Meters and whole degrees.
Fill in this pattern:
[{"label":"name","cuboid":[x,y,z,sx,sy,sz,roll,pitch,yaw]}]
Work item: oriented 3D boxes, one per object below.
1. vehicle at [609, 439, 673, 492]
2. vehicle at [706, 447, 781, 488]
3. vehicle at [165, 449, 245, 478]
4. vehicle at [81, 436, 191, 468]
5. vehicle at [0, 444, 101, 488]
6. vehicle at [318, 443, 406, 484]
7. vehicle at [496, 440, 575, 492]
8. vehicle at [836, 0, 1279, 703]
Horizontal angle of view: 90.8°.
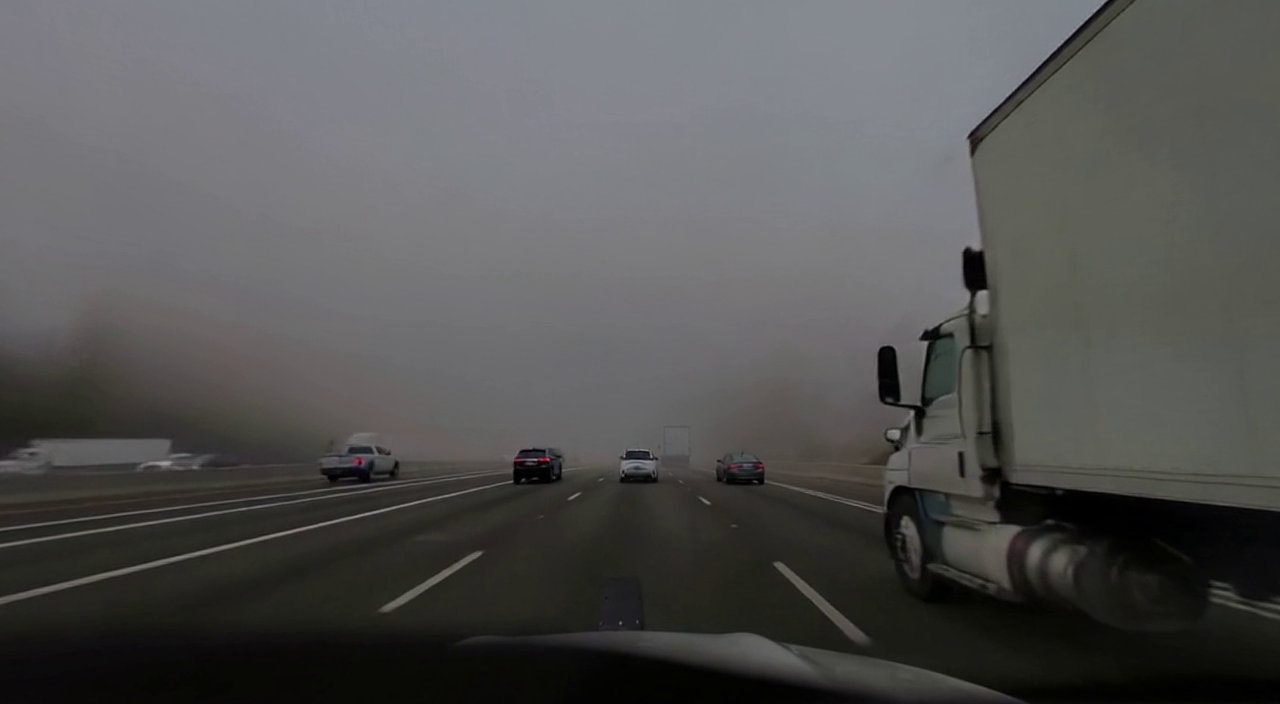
[{"label":"vehicle","cuboid":[0.045,4.066,23.036,2.103,1.717,4.399,0,-9,0]},{"label":"vehicle","cuboid":[4.013,4.563,25.394,2.146,1.482,4.665,0,-8,-1]},{"label":"vehicle","cuboid":[-23.328,5.964,34.045,1.672,1.455,3.542,0,-9,2]},{"label":"vehicle","cuboid":[-34.464,6.842,43.546,2.655,2.004,5.875,0,-8,1]},{"label":"vehicle","cuboid":[-34.607,6.299,35.354,2.693,2.275,6.870,0,-8,1]},{"label":"vehicle","cuboid":[-12.852,5.152,29.527,1.946,1.773,4.446,0,-9,2]},{"label":"vehicle","cuboid":[-3.707,4.139,23.313,1.988,1.696,4.754,0,-8,1]},{"label":"vehicle","cuboid":[3.726,0.049,2.591,2.836,3.508,8.723,0,-8,-1]}]
